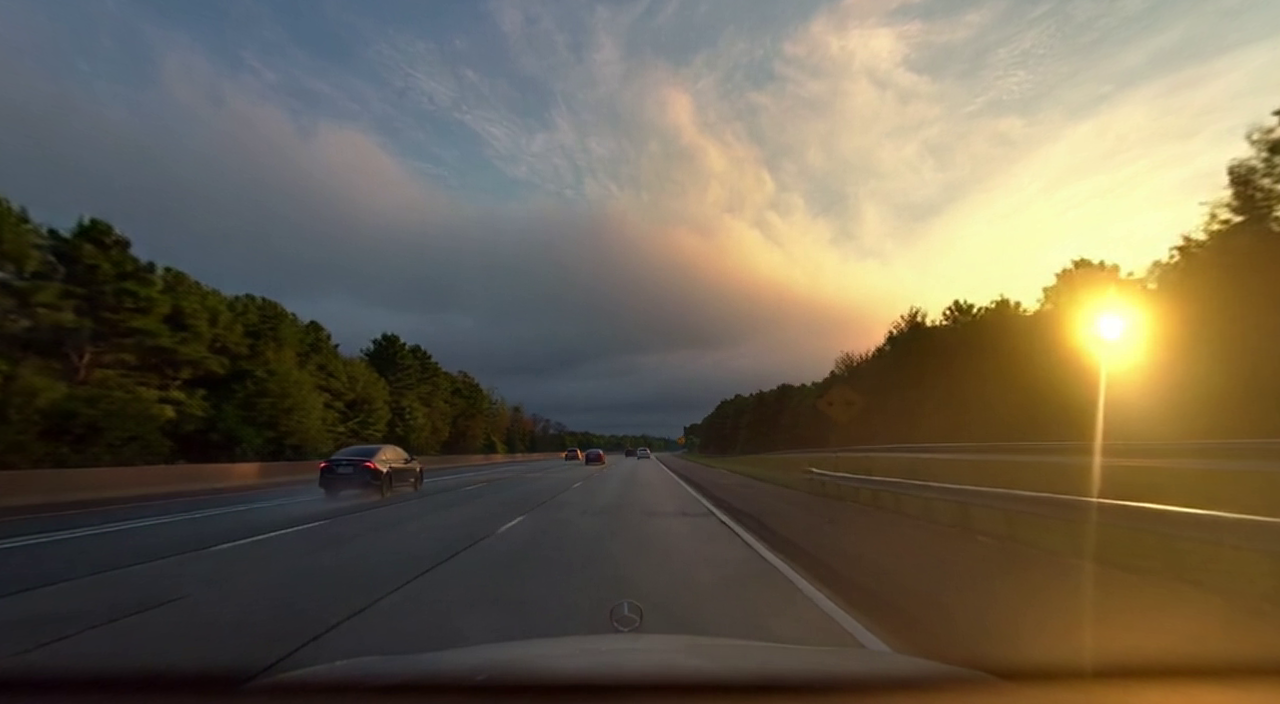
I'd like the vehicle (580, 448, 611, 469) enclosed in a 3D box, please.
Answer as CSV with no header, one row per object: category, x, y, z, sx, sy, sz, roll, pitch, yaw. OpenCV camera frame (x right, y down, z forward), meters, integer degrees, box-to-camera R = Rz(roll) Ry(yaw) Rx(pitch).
vehicle,-3.441,8.334,49.584,2.104,1.558,4.639,0,-9,0

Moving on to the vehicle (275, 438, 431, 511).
vehicle,-7.156,3.084,16.271,2.007,1.616,4.141,0,-9,1
